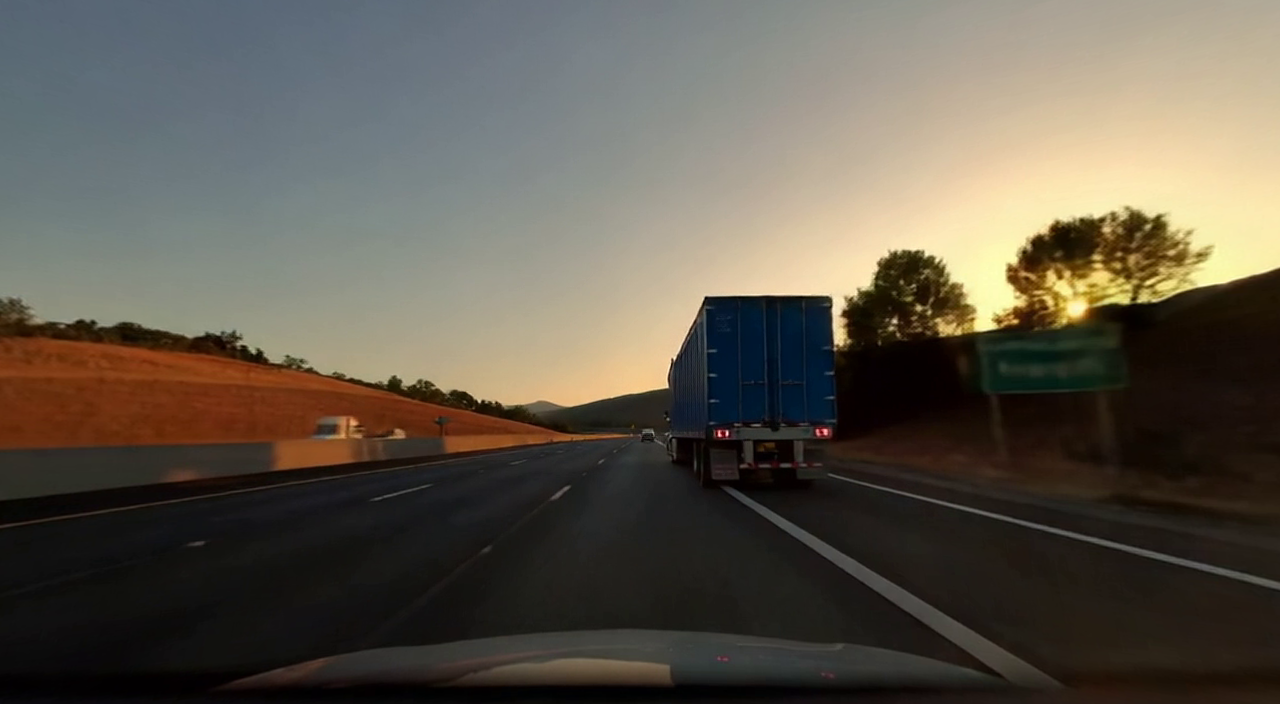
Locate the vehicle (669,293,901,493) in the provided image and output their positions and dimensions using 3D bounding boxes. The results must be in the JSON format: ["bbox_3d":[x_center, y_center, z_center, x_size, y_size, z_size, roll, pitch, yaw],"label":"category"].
[{"bbox_3d":[2.936,1.528,17.683,3.446,3.698,12.089,0,-8,-1],"label":"vehicle"}]
